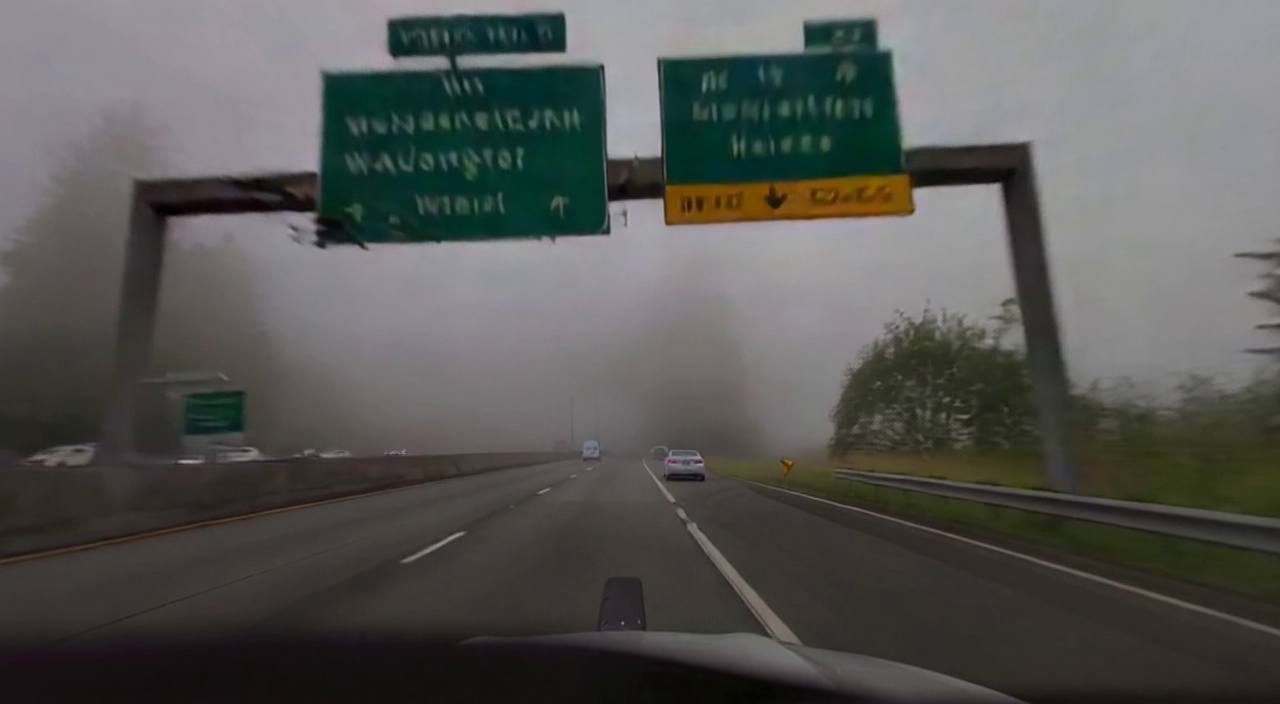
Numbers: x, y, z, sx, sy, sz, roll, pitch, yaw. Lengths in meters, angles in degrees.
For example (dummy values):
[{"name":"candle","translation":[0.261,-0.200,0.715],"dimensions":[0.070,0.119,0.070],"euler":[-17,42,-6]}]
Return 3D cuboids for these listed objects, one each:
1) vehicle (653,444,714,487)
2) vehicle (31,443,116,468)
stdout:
[{"name":"vehicle","translation":[1.547,4.254,23.821],"dimensions":[1.960,1.456,3.818],"euler":[0,-9,-1]},{"name":"vehicle","translation":[-38.484,7.044,42.982],"dimensions":[1.897,1.595,4.510],"euler":[1,-9,-6]}]
